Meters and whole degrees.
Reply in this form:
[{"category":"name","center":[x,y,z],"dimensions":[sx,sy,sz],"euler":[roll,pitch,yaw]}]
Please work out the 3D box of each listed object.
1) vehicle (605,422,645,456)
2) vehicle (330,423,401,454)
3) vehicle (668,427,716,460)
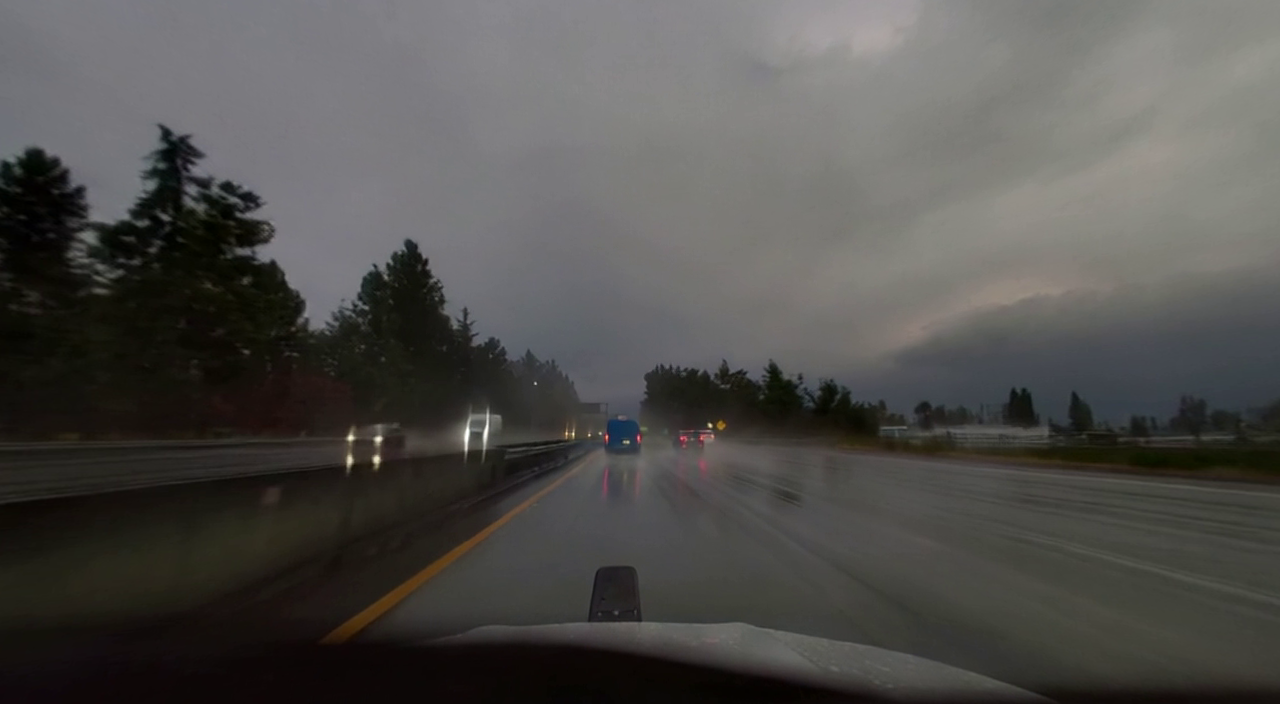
[{"category":"vehicle","center":[-0.943,5.454,39.692],"dimensions":[2.403,1.994,4.683],"euler":[0,-8,-1]},{"category":"vehicle","center":[-14.220,4.501,32.977],"dimensions":[1.845,1.509,4.226],"euler":[0,-8,0]},{"category":"vehicle","center":[2.647,4.745,32.741],"dimensions":[1.996,1.589,3.715],"euler":[0,-8,-3]}]
